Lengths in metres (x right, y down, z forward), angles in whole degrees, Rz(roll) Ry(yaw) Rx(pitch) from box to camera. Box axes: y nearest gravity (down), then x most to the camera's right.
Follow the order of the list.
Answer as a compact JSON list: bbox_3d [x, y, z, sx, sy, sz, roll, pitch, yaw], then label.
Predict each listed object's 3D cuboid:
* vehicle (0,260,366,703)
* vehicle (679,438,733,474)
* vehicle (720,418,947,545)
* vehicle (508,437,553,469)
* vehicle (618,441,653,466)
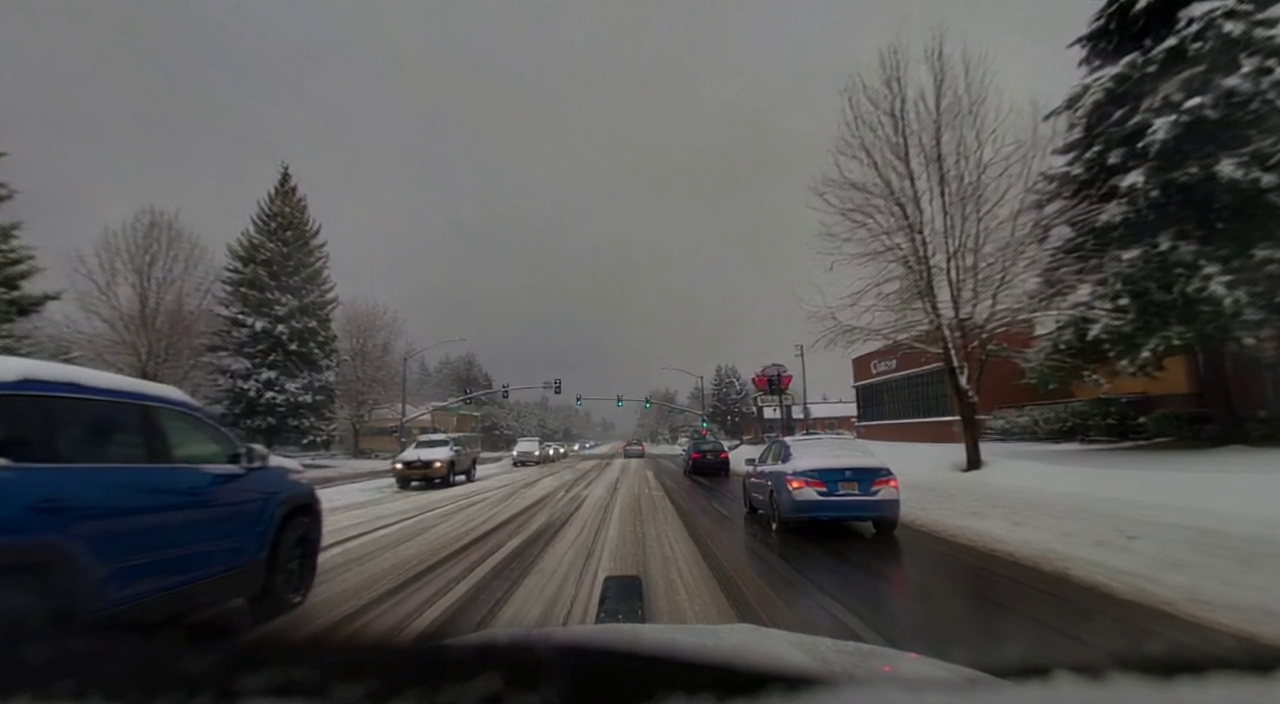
[{"bbox_3d":[-3.740,0.862,3.583,2.368,2.037,5.319,0,-8,-5],"label":"vehicle"},{"bbox_3d":[2.853,4.629,28.381,1.842,1.480,4.155,0,-8,-2],"label":"vehicle"},{"bbox_3d":[2.779,2.004,10.514,2.174,1.596,4.779,0,-8,-1],"label":"vehicle"},{"bbox_3d":[-6.738,6.249,39.366,2.136,1.837,4.669,0,-8,-2],"label":"vehicle"},{"bbox_3d":[-0.292,6.154,38.463,2.008,1.464,4.052,0,-8,-1],"label":"vehicle"}]
